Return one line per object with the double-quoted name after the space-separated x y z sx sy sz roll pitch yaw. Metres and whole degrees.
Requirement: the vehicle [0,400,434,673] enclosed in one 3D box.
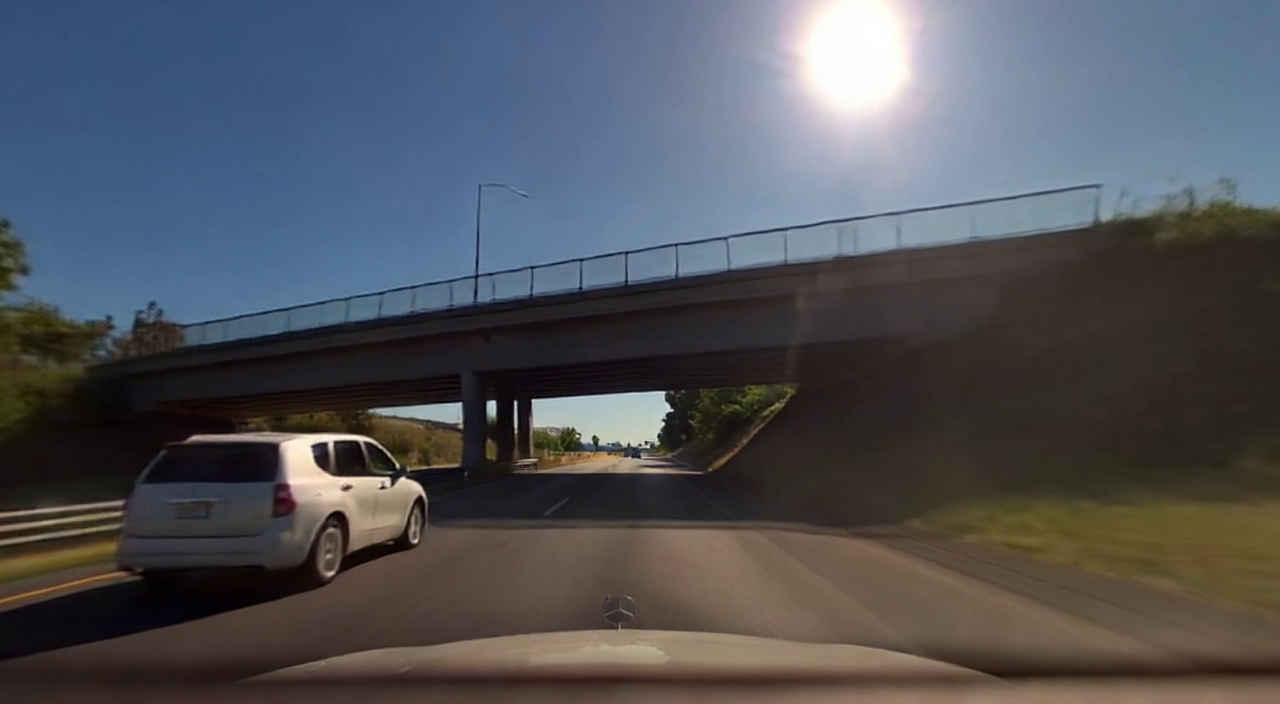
-3.789 1.467 6.079 2.082 1.668 4.274 0 -9 1 "vehicle"
